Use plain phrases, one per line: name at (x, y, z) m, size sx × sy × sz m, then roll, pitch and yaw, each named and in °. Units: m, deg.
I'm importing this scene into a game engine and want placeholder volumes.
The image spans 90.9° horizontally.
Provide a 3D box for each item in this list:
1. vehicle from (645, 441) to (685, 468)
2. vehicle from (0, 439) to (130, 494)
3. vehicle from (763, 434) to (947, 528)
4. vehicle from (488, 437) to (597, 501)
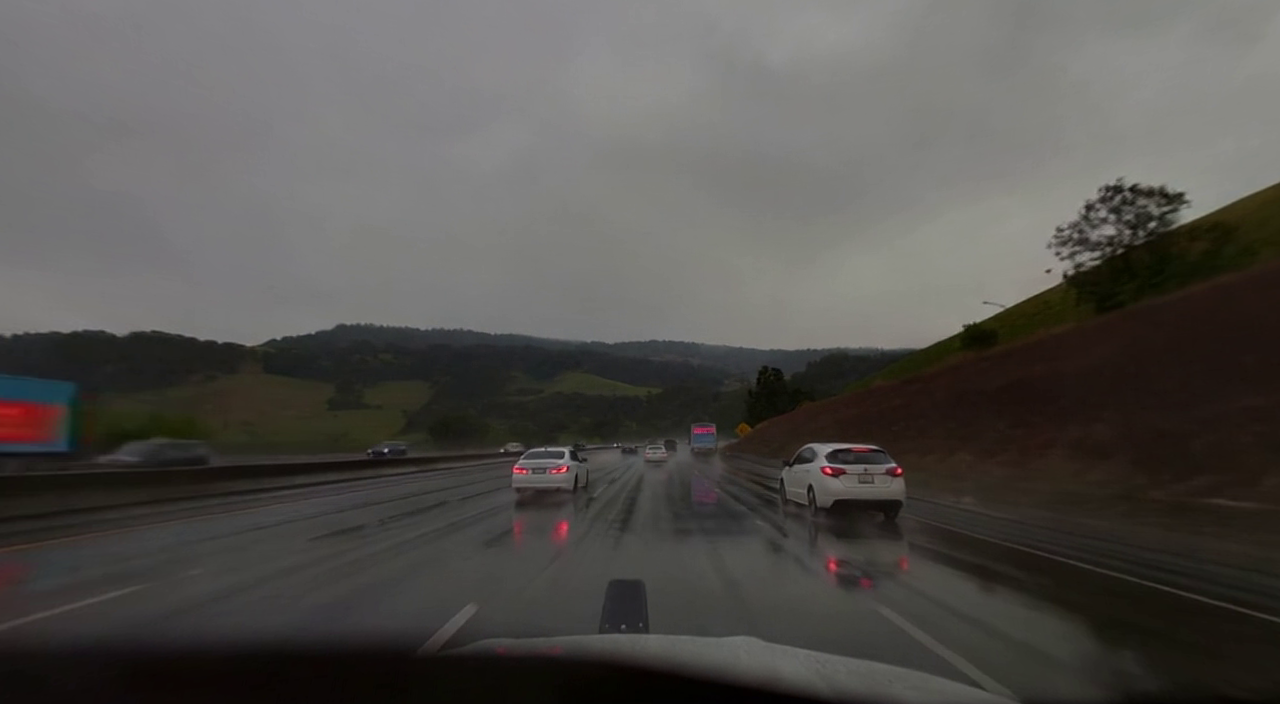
vehicle at (1.484, 5.988, 37.086) m, size 2.202 × 1.467 × 3.929 m, roll -1°, pitch -8°, yaw 2°
vehicle at (-19.707, 3.667, 20.624) m, size 2.238 × 1.585 × 4.473 m, roll 0°, pitch -8°, yaw 1°
vehicle at (3.863, 2.383, 12.276) m, size 2.013 × 1.464 × 4.317 m, roll 1°, pitch -8°, yaw -1°
vehicle at (-2.478, 3.119, 17.369) m, size 2.031 × 1.491 × 4.792 m, roll -1°, pitch -8°, yaw 3°
